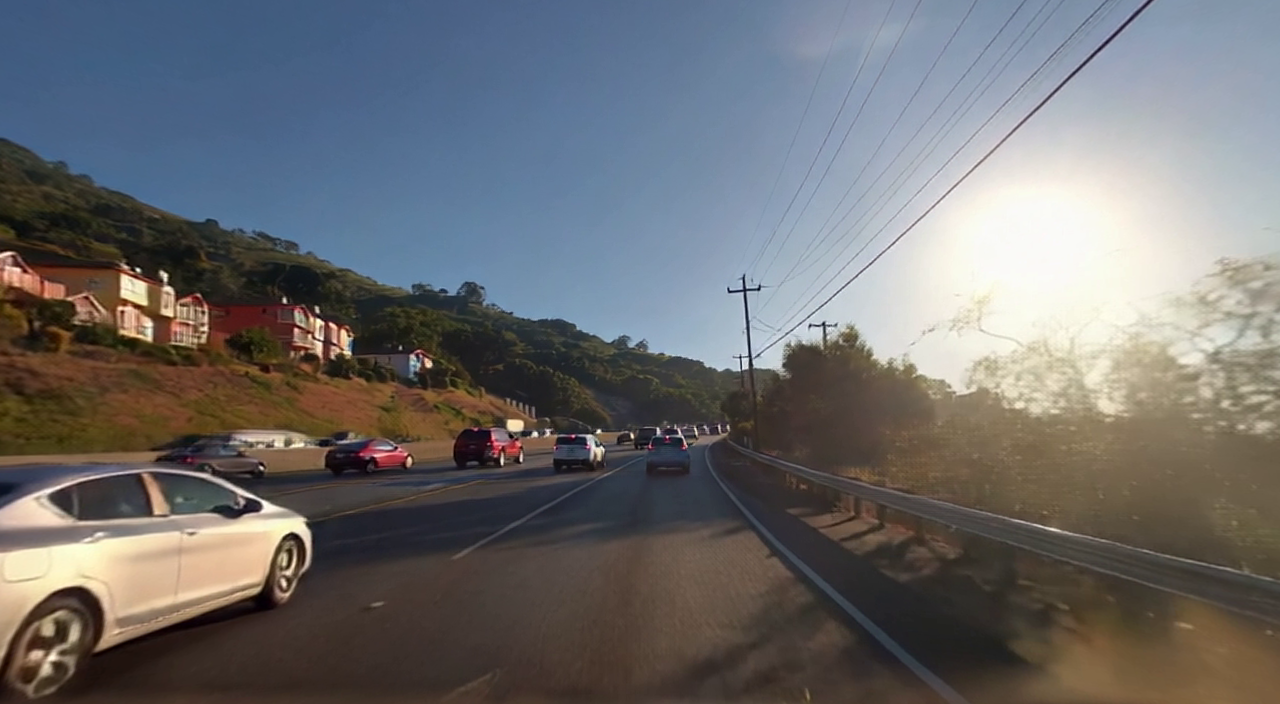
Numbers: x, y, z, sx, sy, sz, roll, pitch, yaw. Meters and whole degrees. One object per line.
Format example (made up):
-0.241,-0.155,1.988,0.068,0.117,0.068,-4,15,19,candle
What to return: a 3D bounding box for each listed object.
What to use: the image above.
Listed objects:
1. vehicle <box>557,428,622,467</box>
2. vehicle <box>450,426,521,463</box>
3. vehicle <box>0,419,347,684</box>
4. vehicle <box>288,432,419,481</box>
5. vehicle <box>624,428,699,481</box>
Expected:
-2.195,4.381,28.918,2.121,1.639,4.383,-1,-9,7,vehicle
-8.173,4.952,33.850,2.080,1.833,4.461,-2,-9,9,vehicle
-4.523,1.342,5.002,1.956,1.478,4.789,-1,-8,2,vehicle
-9.567,3.541,21.551,1.959,1.469,4.450,-1,-9,8,vehicle
0.741,3.187,19.795,2.109,1.495,3.935,-1,-8,4,vehicle
